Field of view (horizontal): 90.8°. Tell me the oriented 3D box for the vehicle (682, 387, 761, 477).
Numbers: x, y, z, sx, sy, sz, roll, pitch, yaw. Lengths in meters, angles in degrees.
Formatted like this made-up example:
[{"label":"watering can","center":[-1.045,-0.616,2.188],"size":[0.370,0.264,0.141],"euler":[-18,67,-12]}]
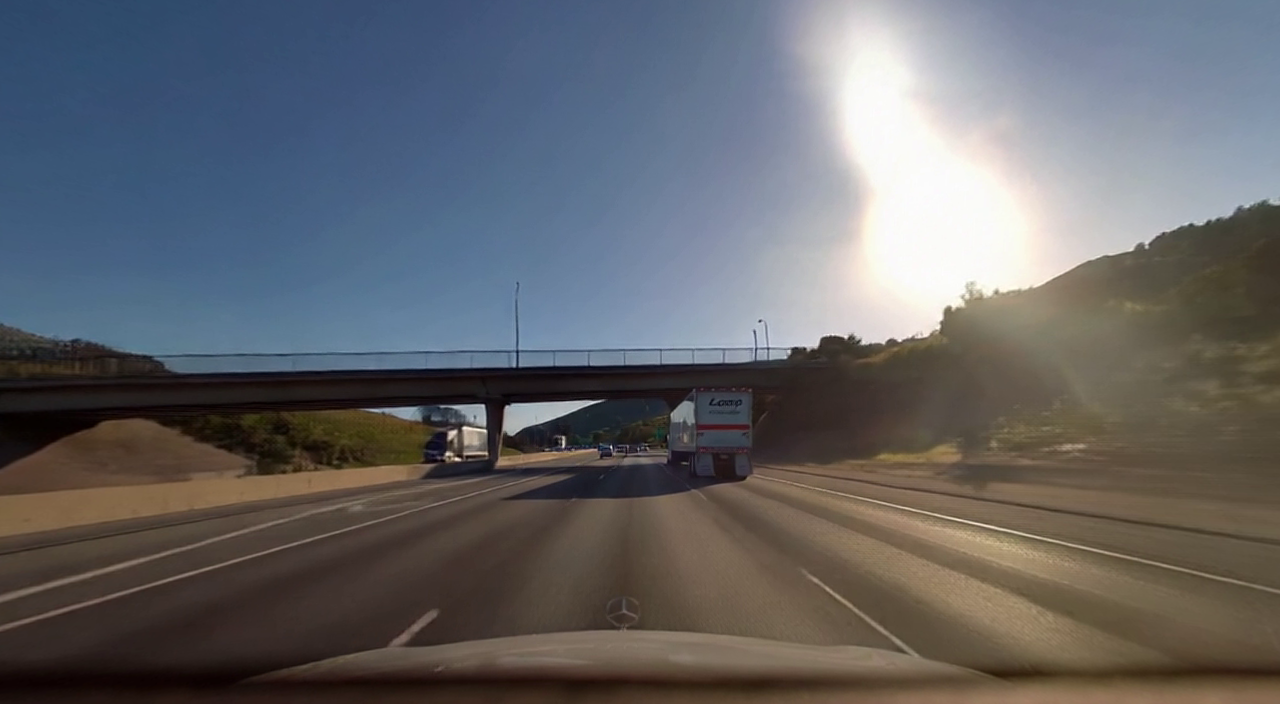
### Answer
[{"label":"vehicle","center":[3.908,4.213,32.486],"size":[2.885,3.992,8.526],"euler":[0,-9,0]}]
